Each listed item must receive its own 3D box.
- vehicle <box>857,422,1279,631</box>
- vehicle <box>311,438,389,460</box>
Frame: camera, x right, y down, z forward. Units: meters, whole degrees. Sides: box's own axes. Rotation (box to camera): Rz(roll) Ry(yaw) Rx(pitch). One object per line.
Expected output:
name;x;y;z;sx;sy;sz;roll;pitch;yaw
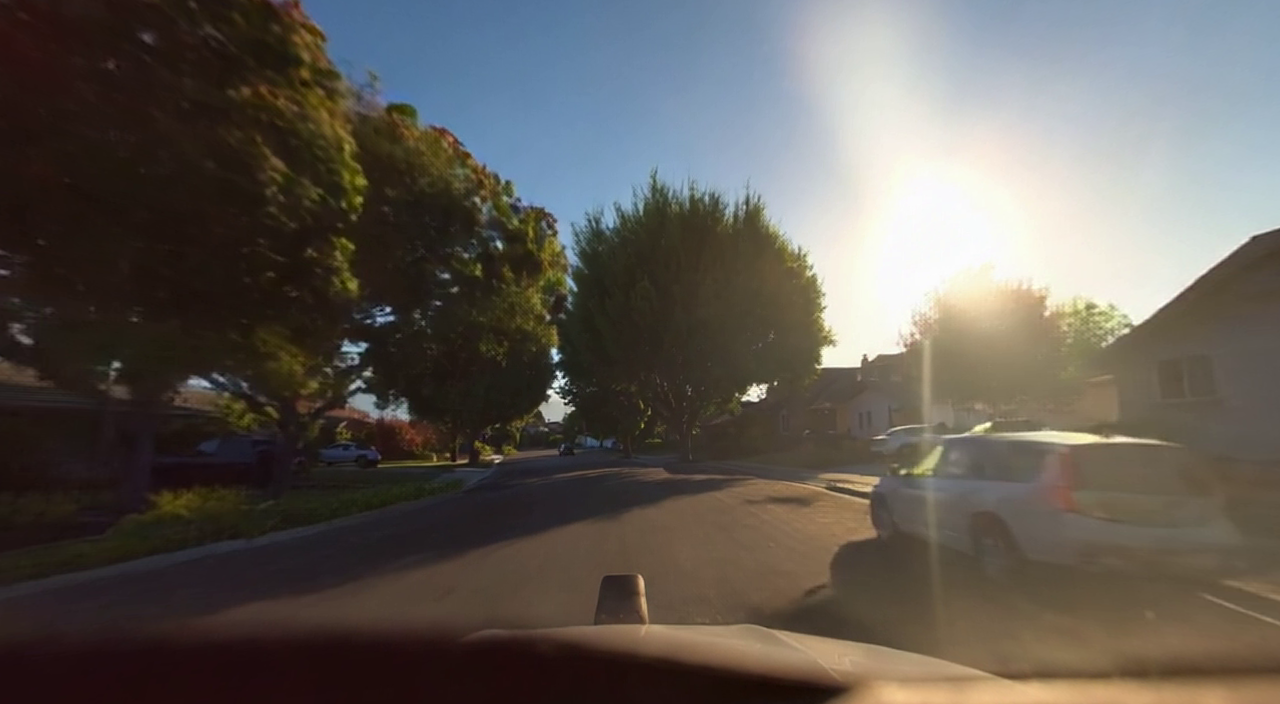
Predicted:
vehicle;4.318;1.630;6.983;2.088;1.522;4.449;0;-9;-2
vehicle;-20.680;6.970;45.242;4.654;1.457;1.986;3;-10;-10
